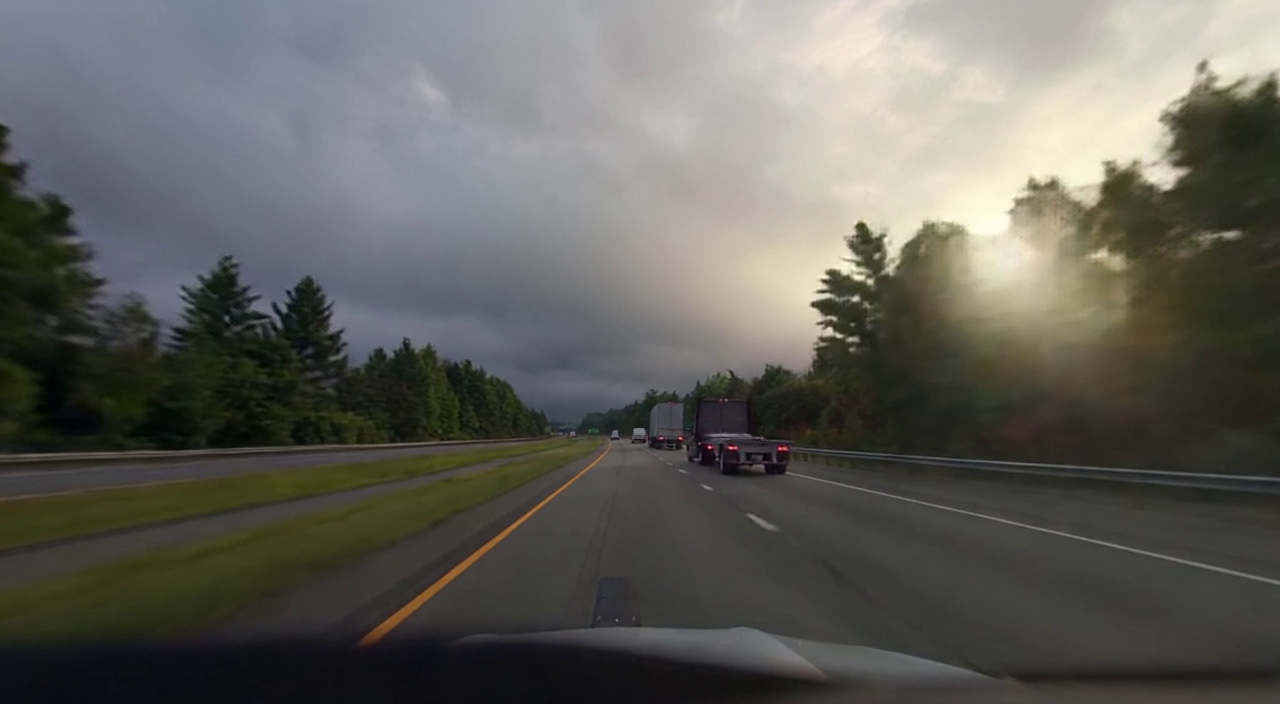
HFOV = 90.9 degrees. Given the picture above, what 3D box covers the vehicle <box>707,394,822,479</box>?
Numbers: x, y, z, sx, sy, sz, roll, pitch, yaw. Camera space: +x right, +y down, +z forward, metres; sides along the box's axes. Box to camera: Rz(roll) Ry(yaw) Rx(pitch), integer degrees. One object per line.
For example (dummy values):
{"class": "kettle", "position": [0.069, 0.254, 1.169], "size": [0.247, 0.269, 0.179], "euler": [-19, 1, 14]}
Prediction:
{"class": "vehicle", "position": [4.364, 3.146, 23.568], "size": [2.741, 2.716, 6.323], "euler": [0, -8, -2]}
